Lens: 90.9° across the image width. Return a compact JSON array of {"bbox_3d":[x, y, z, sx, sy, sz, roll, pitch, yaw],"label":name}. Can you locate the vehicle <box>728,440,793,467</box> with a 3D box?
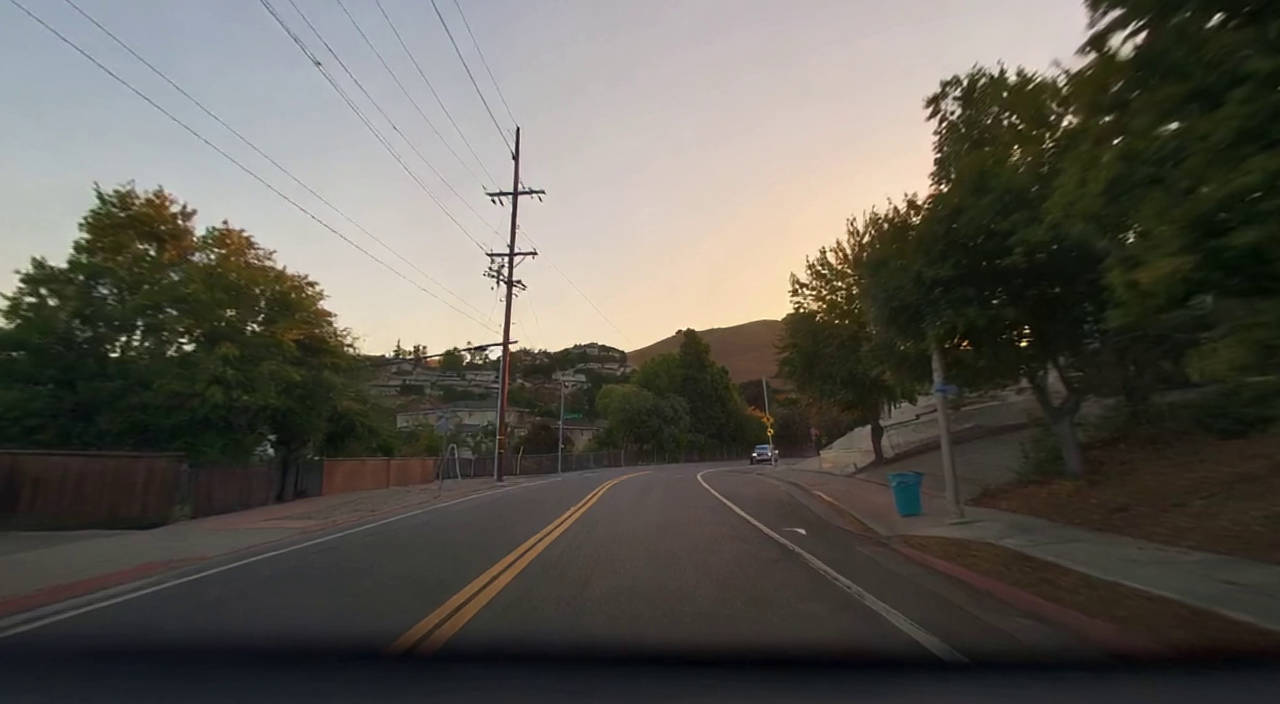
[{"bbox_3d":[8.218,6.863,42.820,2.176,1.732,4.810,-7,-11,41],"label":"vehicle"}]
